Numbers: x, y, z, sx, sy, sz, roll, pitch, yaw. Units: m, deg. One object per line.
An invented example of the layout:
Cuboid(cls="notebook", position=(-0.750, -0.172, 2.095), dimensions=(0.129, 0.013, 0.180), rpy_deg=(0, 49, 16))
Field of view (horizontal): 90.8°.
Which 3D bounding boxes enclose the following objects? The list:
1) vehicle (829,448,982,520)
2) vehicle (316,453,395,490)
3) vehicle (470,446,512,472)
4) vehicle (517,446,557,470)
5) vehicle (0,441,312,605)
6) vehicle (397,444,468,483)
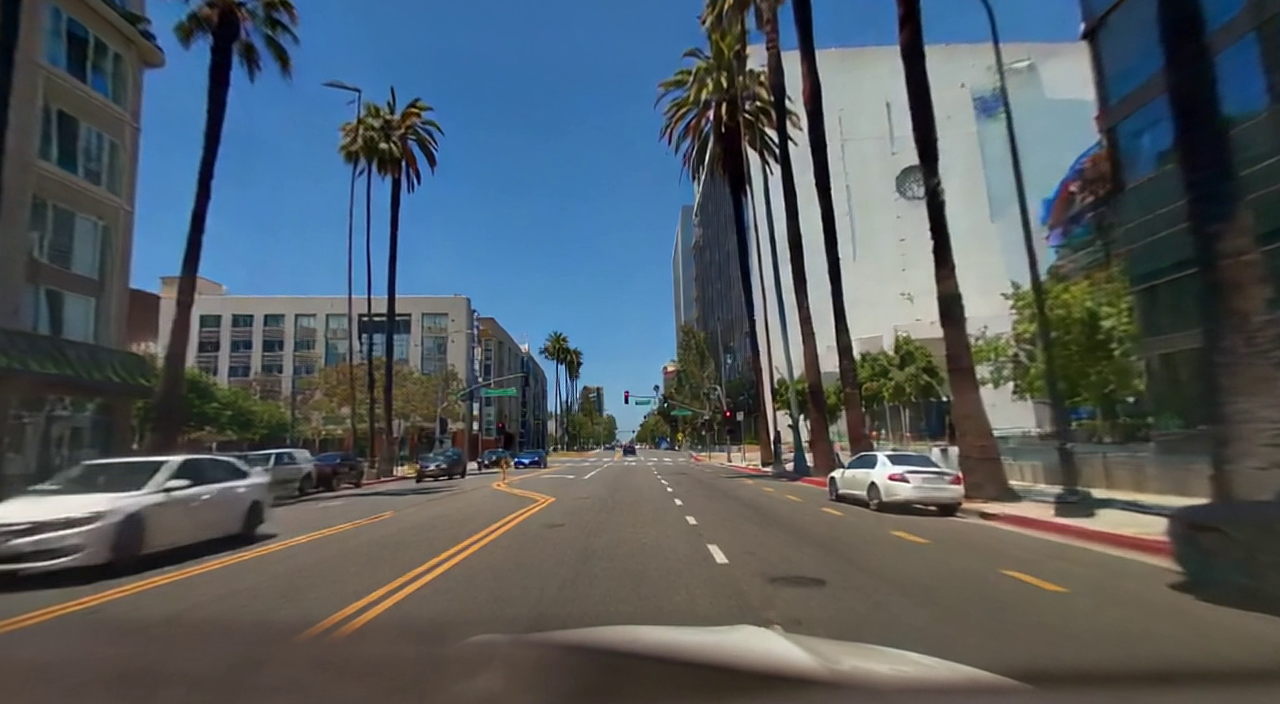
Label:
Cuboid(cls="vehicle", position=(5.692, 2.834, 14.084), dimensions=(1.784, 1.350, 3.677), rpy_deg=(0, -8, 0))
Cuboid(cls="vehicle", position=(-13.337, 5.587, 29.867), dimensions=(1.855, 1.546, 4.095), rpy_deg=(0, -8, -1))
Cuboid(cls="vehicle", position=(-10.352, 7.457, 44.285), dimensions=(1.923, 1.662, 4.318), rpy_deg=(0, -8, -1))
Cuboid(cls="vehicle", position=(-6.785, 7.024, 42.032), dimensions=(1.868, 1.467, 4.267), rpy_deg=(0, -8, 1))
Cuboid(cls="vehicle", position=(-6.479, 1.927, 8.175), dimensions=(2.069, 1.512, 4.406), rpy_deg=(0, -8, 0))
Cuboid(cls="vehicle", position=(-9.844, 5.287, 30.319), dimensions=(1.940, 1.726, 4.395), rpy_deg=(0, -8, 0))
